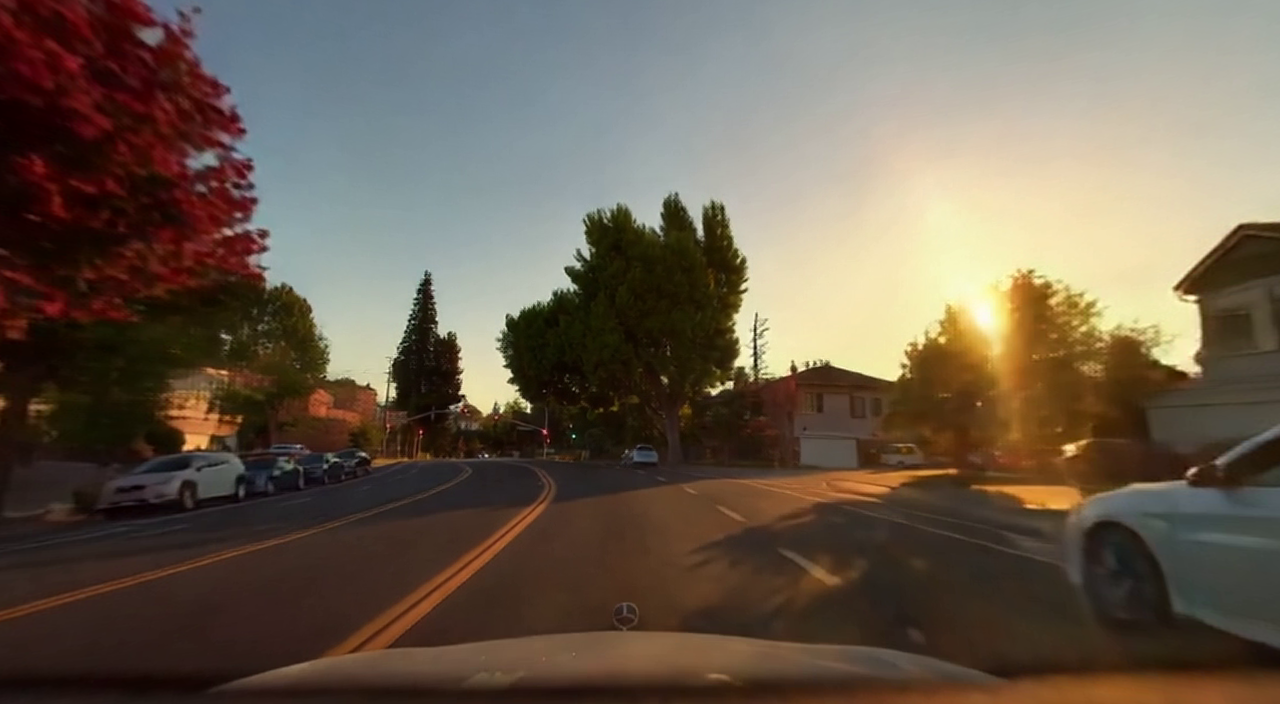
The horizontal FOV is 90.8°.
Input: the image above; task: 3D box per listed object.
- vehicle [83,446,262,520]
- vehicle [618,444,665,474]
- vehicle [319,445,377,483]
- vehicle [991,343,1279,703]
[{"bbox_3d":[-13.138,3.632,18.240,2.146,1.806,4.733,1,-9,-10],"label":"vehicle"},{"bbox_3d":[0.002,6.284,37.392,1.951,1.620,4.582,2,-9,-11],"label":"vehicle"},{"bbox_3d":[-16.272,6.212,35.489,1.993,1.801,5.201,-1,-8,-13],"label":"vehicle"},{"bbox_3d":[3.916,0.824,2.443,2.081,1.828,5.138,0,-9,-1],"label":"vehicle"}]
